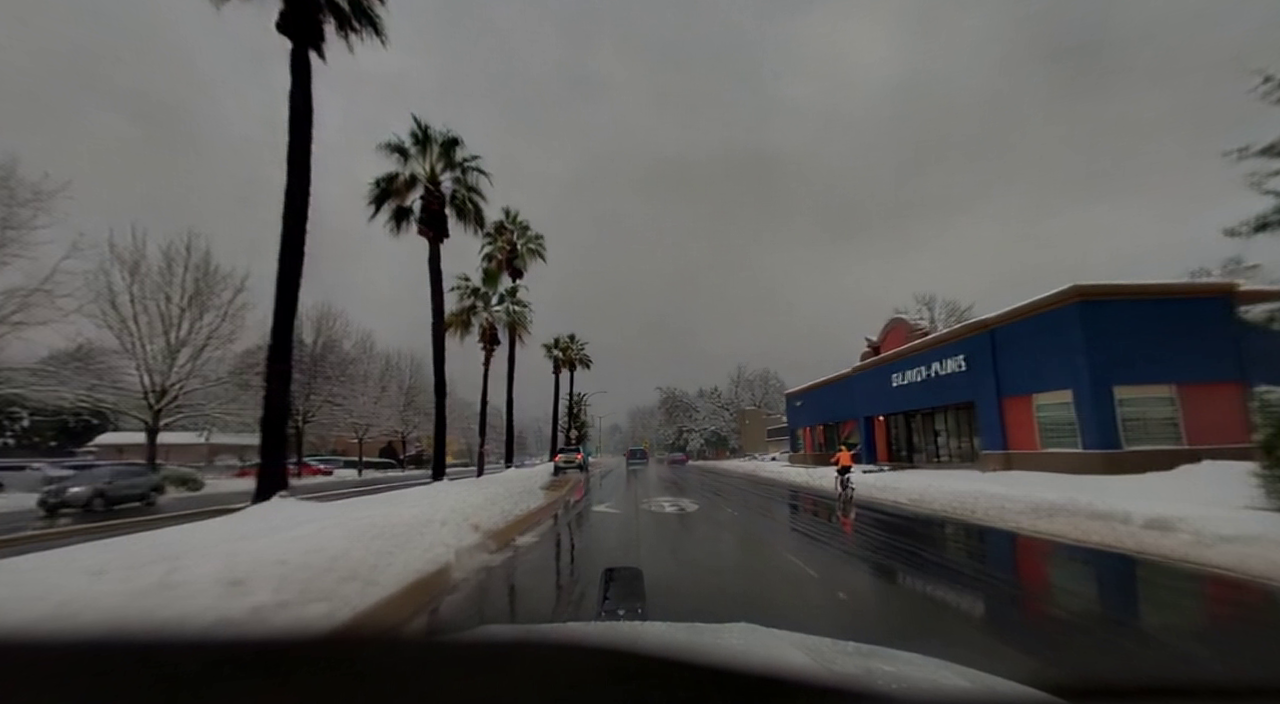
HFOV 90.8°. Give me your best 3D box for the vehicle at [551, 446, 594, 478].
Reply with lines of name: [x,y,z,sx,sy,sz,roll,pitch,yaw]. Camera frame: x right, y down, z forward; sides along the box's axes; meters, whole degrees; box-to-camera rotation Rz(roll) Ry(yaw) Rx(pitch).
vehicle: [-3.946,6.501,37.644,2.071,1.744,4.500,0,-9,1]

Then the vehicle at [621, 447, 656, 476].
vehicle: [-0.120,6.694,38.928,2.102,1.653,3.698,0,-9,-1]

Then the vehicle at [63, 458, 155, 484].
vehicle: [-35.179,7.876,41.943,4.274,1.625,2.070,-1,-9,2]

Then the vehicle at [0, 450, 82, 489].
vehicle: [-34.470,6.523,34.868,5.109,2.014,2.269,-2,-10,2]
